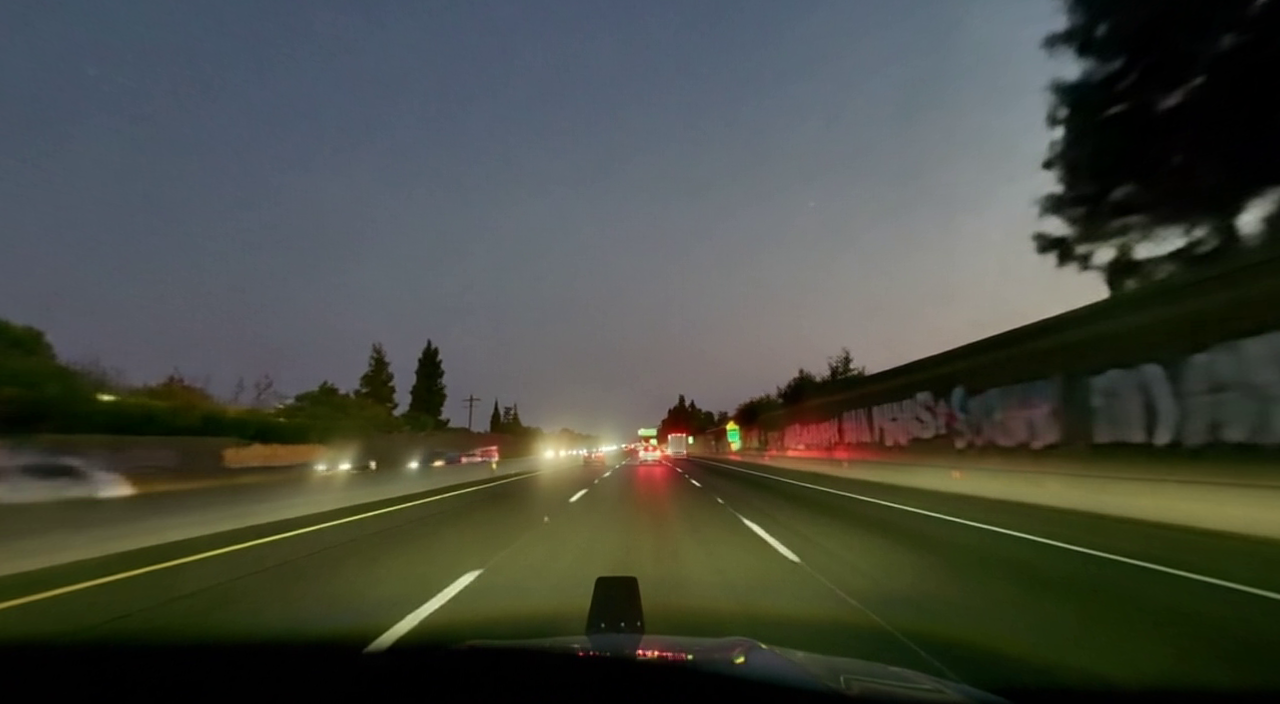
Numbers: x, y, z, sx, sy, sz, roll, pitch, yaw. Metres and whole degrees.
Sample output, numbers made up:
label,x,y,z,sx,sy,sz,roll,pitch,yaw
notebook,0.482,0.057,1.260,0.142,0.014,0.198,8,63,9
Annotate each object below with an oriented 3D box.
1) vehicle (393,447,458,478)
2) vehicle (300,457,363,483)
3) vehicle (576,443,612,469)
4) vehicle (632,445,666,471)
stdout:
label,x,y,z,sx,sy,sz,roll,pitch,yaw
vehicle,-11.709,6.047,34.739,2.001,1.547,4.361,0,-9,1
vehicle,-20.194,7.705,41.462,1.806,1.549,4.417,0,-9,1
vehicle,-3.130,7.201,43.649,2.095,1.671,4.193,0,-9,1
vehicle,0.558,6.632,39.636,2.009,1.506,4.091,0,-9,0
